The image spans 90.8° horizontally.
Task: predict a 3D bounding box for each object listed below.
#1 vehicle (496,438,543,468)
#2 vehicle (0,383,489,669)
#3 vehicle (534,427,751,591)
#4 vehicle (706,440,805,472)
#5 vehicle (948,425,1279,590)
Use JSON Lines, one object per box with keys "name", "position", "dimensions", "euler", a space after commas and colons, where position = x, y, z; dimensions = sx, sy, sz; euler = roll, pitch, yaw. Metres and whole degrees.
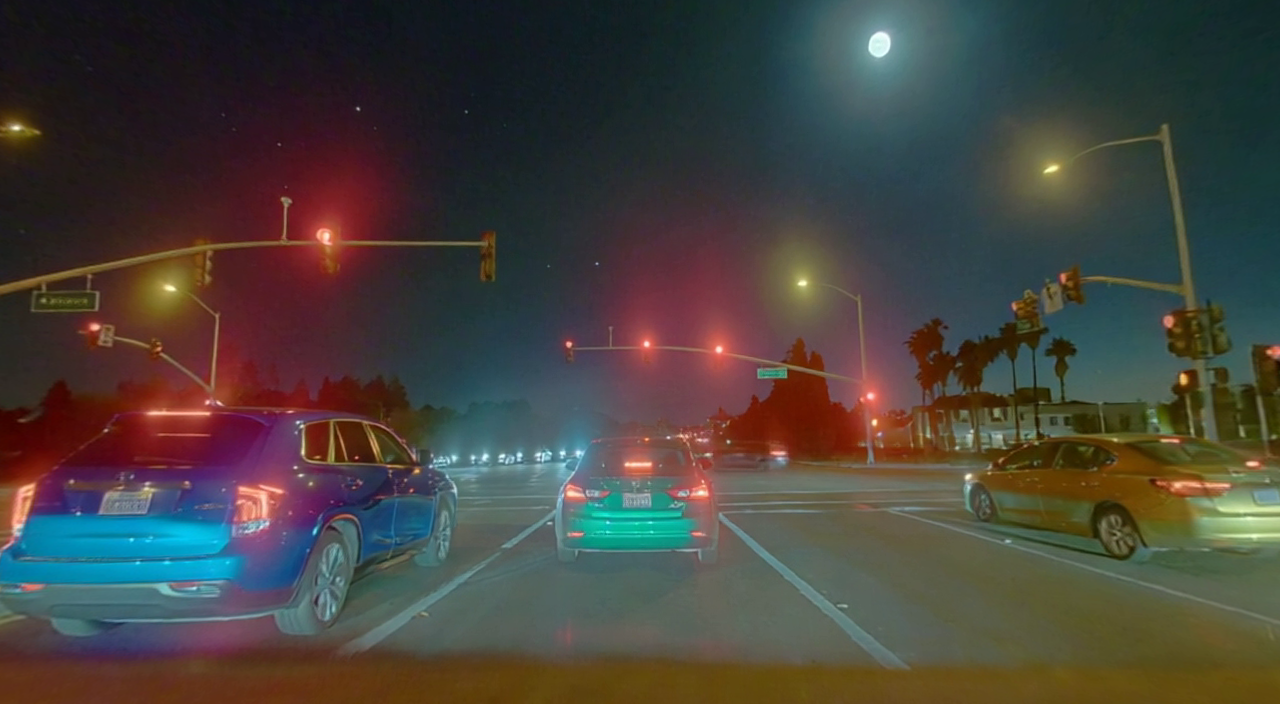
{"name": "vehicle", "position": [-7.937, 6.698, 42.041], "dimensions": [2.130, 1.810, 4.450], "euler": [-2, -8, 1]}
{"name": "vehicle", "position": [-3.100, 1.363, 6.071], "dimensions": [2.051, 1.682, 4.467], "euler": [0, -8, 2]}
{"name": "vehicle", "position": [-0.004, 1.705, 7.718], "dimensions": [1.942, 1.445, 3.973], "euler": [0, -8, -1]}
{"name": "vehicle", "position": [5.823, 5.299, 32.262], "dimensions": [4.705, 1.560, 1.887], "euler": [0, -8, 0]}
{"name": "vehicle", "position": [6.087, 1.760, 8.096], "dimensions": [1.970, 1.489, 4.482], "euler": [0, -8, -1]}
